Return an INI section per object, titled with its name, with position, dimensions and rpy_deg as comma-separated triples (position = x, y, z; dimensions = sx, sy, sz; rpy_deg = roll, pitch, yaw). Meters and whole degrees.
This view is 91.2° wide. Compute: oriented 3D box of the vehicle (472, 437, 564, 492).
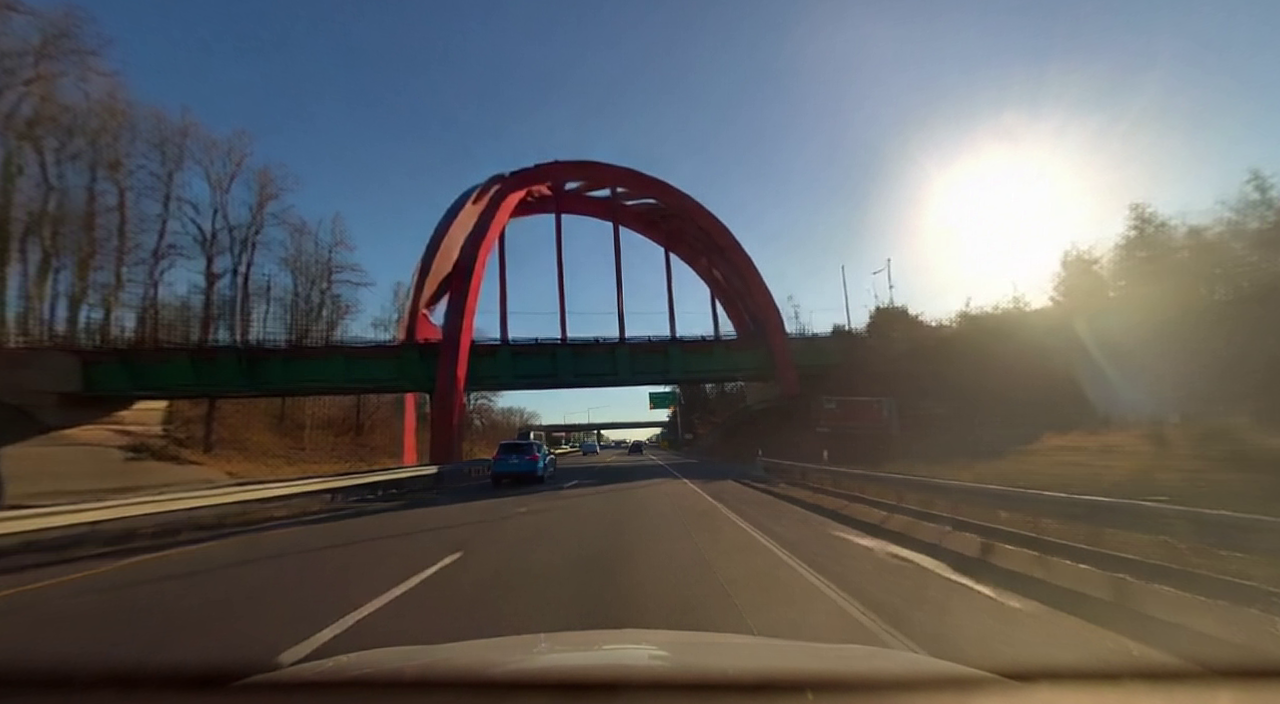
[vehicle]
position = -3.780, 3.557, 20.258
dimensions = 2.052, 1.556, 4.405
rpy_deg = 0, -8, 0
